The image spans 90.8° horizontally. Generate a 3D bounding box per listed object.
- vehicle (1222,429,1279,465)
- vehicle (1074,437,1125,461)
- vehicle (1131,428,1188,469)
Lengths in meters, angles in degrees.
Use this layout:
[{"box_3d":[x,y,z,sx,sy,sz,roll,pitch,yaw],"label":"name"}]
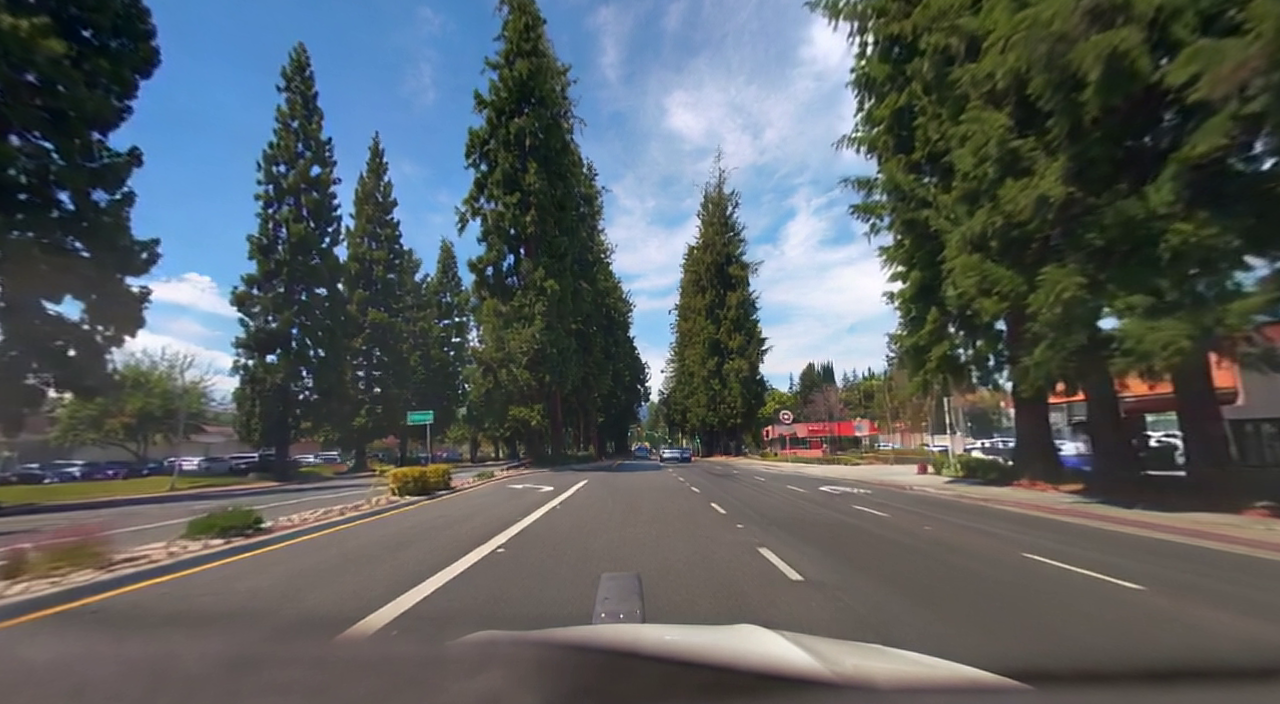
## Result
[{"box_3d":[37.916,5.769,38.375,2.049,2.036,5.107,-2,-8,23],"label":"vehicle"},{"box_3d":[31.999,6.744,44.122,2.133,1.584,4.842,-4,-9,28],"label":"vehicle"},{"box_3d":[31.950,5.919,38.981,2.229,2.281,5.488,-4,-9,35],"label":"vehicle"}]
